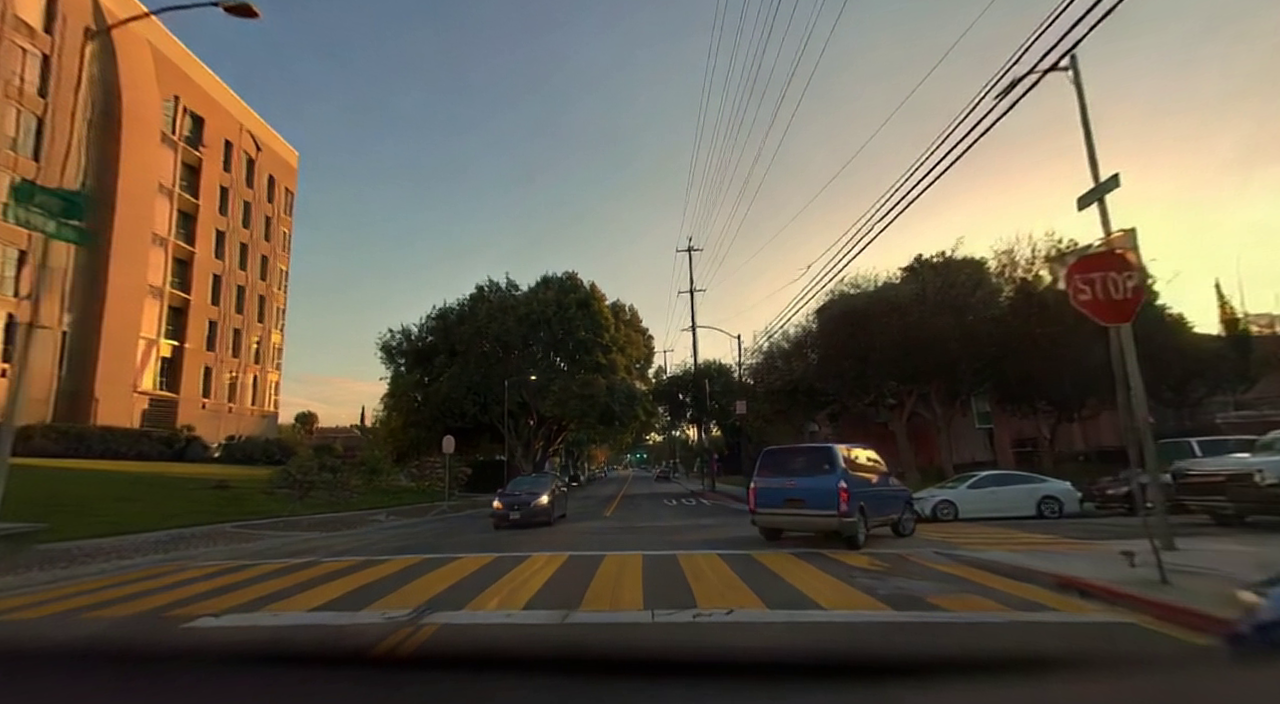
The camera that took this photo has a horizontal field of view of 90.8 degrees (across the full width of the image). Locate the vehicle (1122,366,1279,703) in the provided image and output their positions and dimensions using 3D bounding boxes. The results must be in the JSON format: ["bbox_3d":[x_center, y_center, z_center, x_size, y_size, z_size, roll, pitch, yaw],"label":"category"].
[{"bbox_3d":[3.272,0.667,0.930,1.933,1.612,3.941,0,-8,-1],"label":"vehicle"}]

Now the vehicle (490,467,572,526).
[{"bbox_3d":[-3.433,4.634,20.641,1.911,1.563,4.057,0,-8,0],"label":"vehicle"}]

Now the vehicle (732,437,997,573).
[{"bbox_3d":[4.039,2.400,10.950,4.872,1.789,2.214,7,-11,-42],"label":"vehicle"}]
